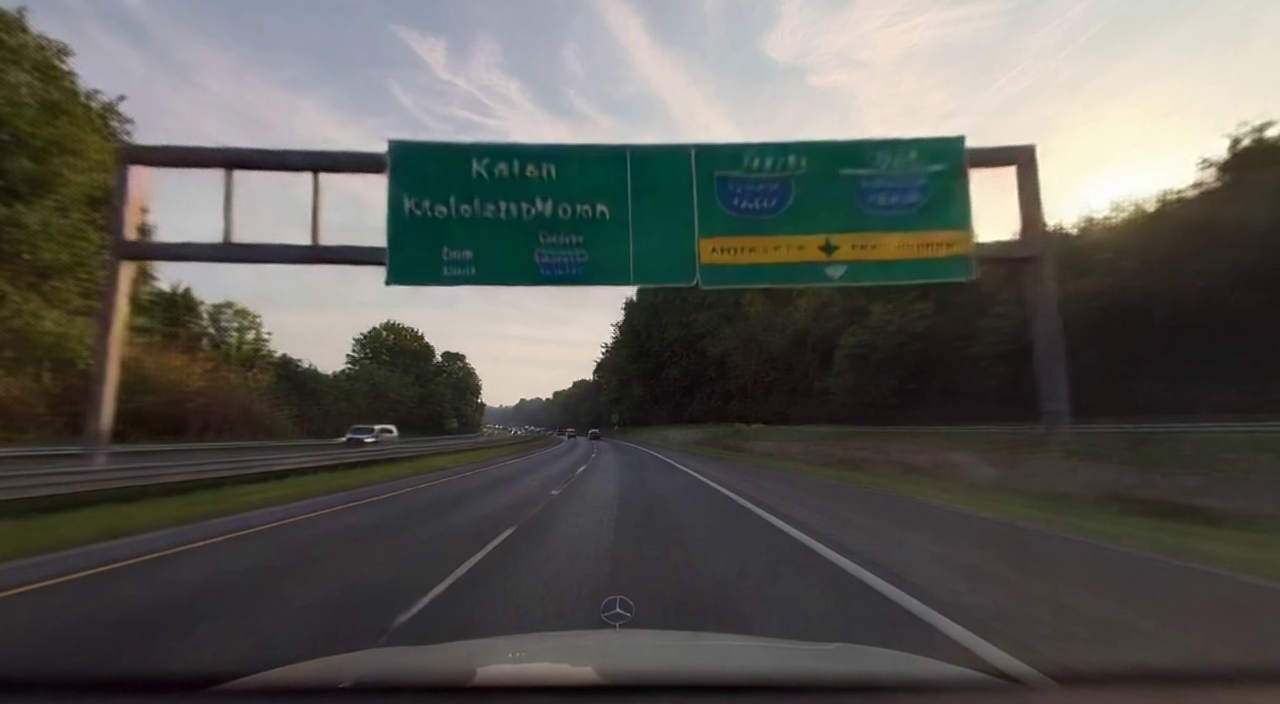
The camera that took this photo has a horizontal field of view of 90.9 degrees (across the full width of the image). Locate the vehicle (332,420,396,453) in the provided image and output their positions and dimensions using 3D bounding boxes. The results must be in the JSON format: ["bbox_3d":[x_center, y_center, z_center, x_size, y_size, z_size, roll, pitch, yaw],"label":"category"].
[{"bbox_3d":[-17.380,5.365,39.976,2.067,1.971,4.840,0,-8,-2],"label":"vehicle"}]
